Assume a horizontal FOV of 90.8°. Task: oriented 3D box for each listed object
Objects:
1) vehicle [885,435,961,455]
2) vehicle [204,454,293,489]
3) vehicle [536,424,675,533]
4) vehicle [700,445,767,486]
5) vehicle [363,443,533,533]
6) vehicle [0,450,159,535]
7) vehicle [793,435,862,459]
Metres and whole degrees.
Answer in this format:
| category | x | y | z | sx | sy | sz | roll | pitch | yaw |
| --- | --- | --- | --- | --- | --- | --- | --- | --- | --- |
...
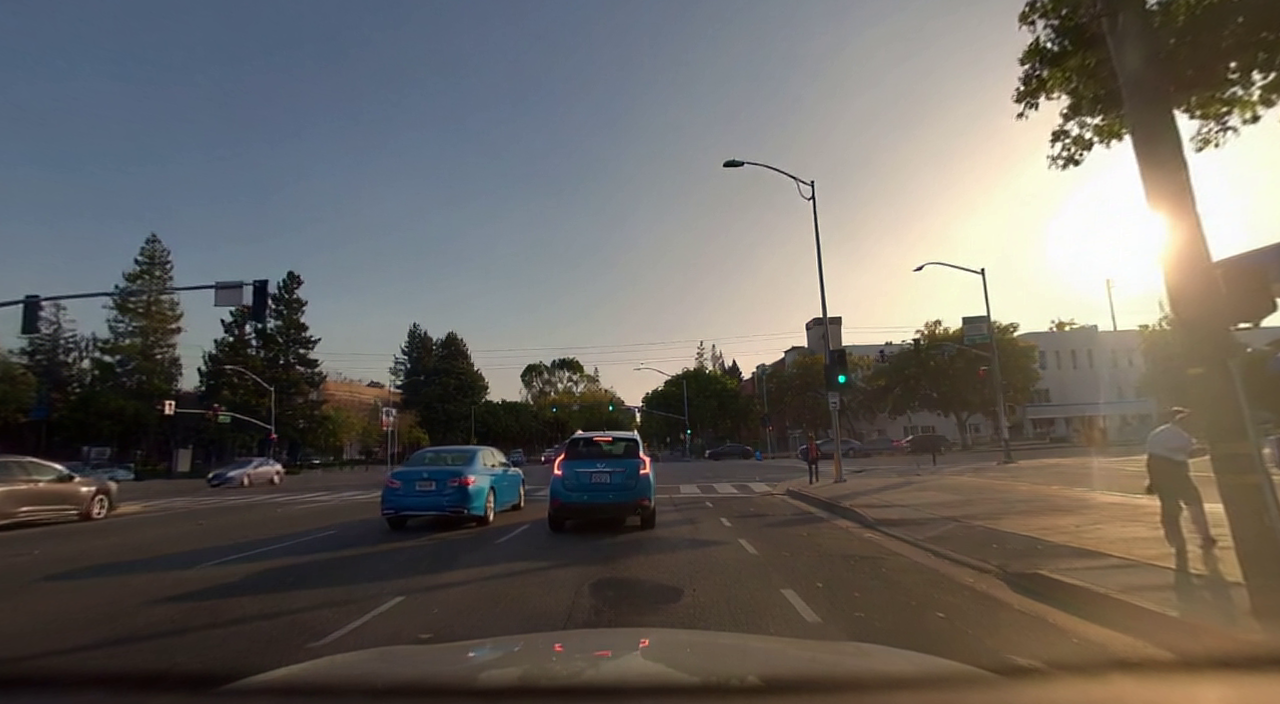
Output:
| category | x | y | z | sx | sy | sz | roll | pitch | yaw |
| --- | --- | --- | --- | --- | --- | --- | --- | --- | --- |
| vehicle | 20.810 | 6.844 | 46.632 | 4.700 | 1.417 | 1.789 | 0 | -8 | 1 |
| vehicle | -21.327 | 6.513 | 34.681 | 1.890 | 1.691 | 4.591 | 0 | -8 | 0 |
| vehicle | -0.536 | 2.328 | 12.226 | 2.210 | 1.722 | 4.215 | 0 | -8 | 0 |
| vehicle | 3.832 | 4.449 | 25.254 | 1.976 | 1.462 | 4.342 | -3 | -9 | 17 |
| vehicle | -3.610 | 2.611 | 12.834 | 2.003 | 1.492 | 4.291 | 0 | -8 | 1 |
| vehicle | -13.494 | 3.002 | 13.947 | 1.995 | 1.626 | 4.592 | 0 | -8 | 2 |
| vehicle | 13.894 | 7.074 | 46.926 | 4.524 | 1.681 | 1.823 | 0 | -8 | -1 |
